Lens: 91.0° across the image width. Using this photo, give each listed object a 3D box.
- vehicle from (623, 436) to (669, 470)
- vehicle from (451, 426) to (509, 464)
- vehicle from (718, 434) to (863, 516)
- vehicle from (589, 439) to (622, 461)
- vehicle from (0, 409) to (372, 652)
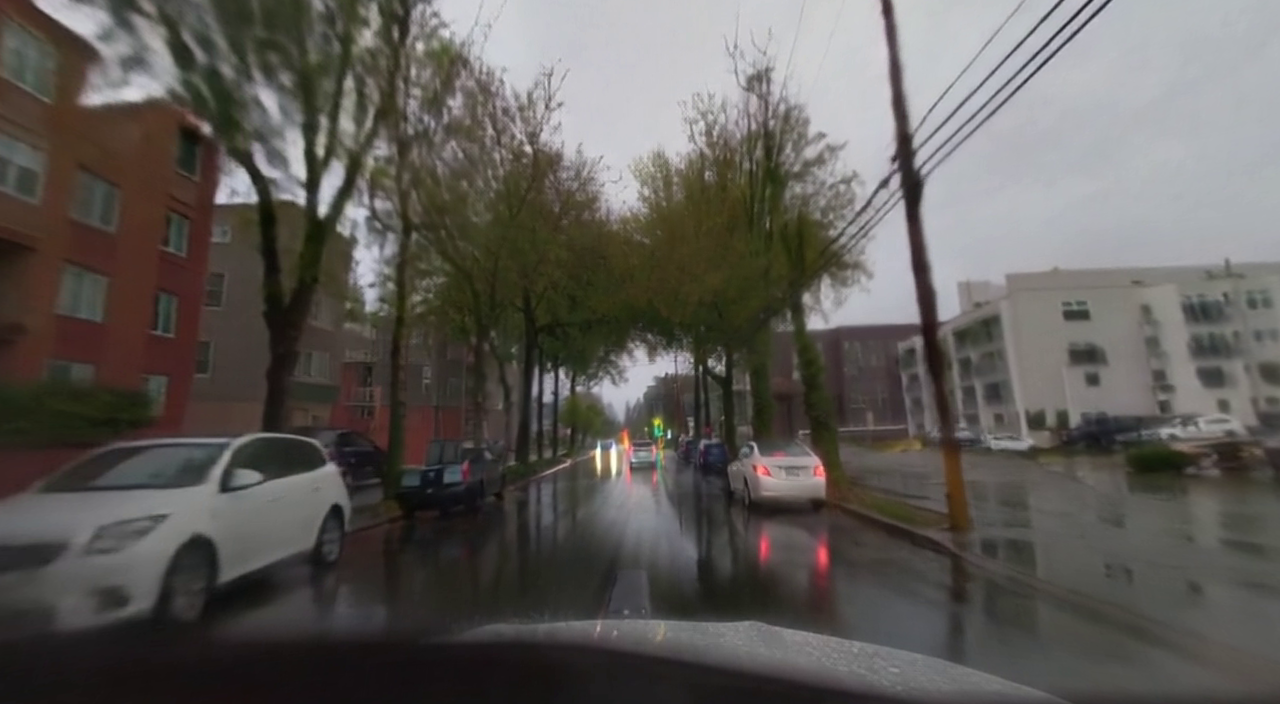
[{"bbox_3d":[0.278,4.851,30.404,2.095,1.510,3.605,0,-8,0],"label":"vehicle"},{"bbox_3d":[-8.375,4.859,33.388,2.010,1.747,4.266,-1,-5,-1],"label":"vehicle"},{"bbox_3d":[3.054,2.596,13.855,2.086,1.498,4.280,0,-8,-1],"label":"vehicle"},{"bbox_3d":[-2.345,6.782,43.815,1.955,1.463,4.323,0,-8,1],"label":"vehicle"},{"bbox_3d":[-4.452,1.440,6.338,1.911,1.573,3.637,1,-4,0],"label":"vehicle"}]
